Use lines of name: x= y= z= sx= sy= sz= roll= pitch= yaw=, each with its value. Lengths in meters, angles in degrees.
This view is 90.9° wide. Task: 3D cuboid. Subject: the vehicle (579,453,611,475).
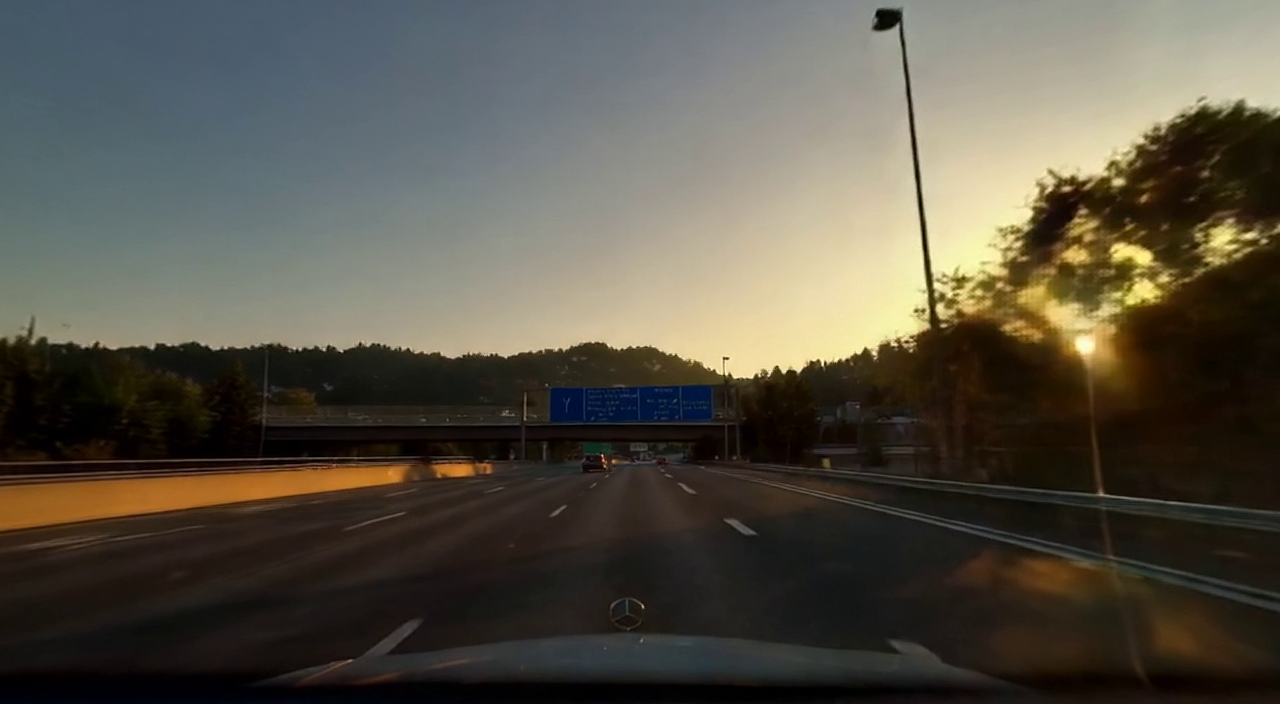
vehicle: x=-3.241 y=8.214 z=46.233 sx=2.041 sy=1.512 sz=3.996 roll=0 pitch=-9 yaw=1
